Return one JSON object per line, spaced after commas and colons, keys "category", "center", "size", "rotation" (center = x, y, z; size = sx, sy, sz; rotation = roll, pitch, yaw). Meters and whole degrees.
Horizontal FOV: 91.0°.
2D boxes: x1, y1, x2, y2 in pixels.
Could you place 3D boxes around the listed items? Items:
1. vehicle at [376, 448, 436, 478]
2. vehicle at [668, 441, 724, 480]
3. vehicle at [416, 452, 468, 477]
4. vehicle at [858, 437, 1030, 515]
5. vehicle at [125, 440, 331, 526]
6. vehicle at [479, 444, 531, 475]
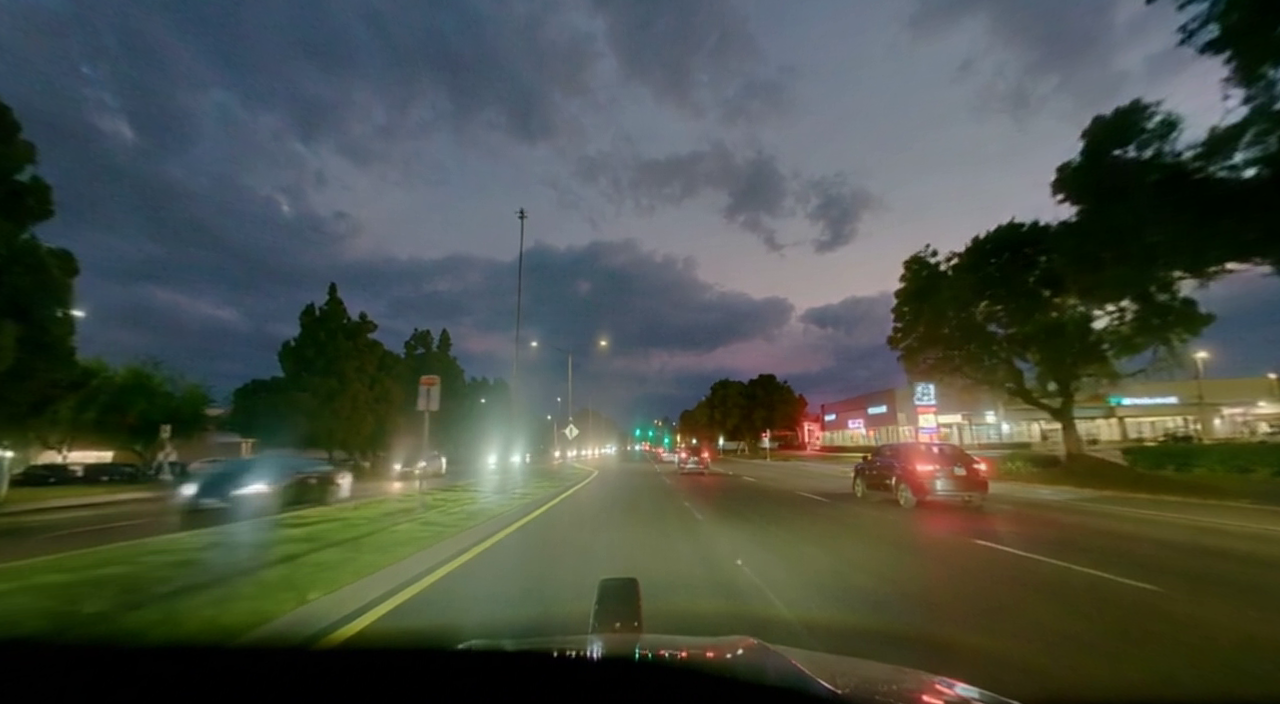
{"category": "vehicle", "center": [-17.092, 8.099, 46.314], "size": [2.312, 2.062, 5.741], "rotation": [0, -9, -1]}
{"category": "vehicle", "center": [2.557, 5.067, 29.649], "size": [2.161, 1.676, 4.151], "rotation": [1, -9, -2]}
{"category": "vehicle", "center": [-12.680, 7.207, 40.605], "size": [1.951, 1.475, 4.480], "rotation": [0, -9, -1]}
{"category": "vehicle", "center": [6.833, 2.825, 14.763], "size": [1.886, 1.528, 4.169], "rotation": [0, -9, -1]}
{"category": "vehicle", "center": [-9.251, 2.948, 14.695], "size": [1.968, 1.684, 4.265], "rotation": [1, -9, -2]}
{"category": "vehicle", "center": [-9.169, 7.325, 43.189], "size": [2.234, 1.922, 5.699], "rotation": [0, -9, 0]}
